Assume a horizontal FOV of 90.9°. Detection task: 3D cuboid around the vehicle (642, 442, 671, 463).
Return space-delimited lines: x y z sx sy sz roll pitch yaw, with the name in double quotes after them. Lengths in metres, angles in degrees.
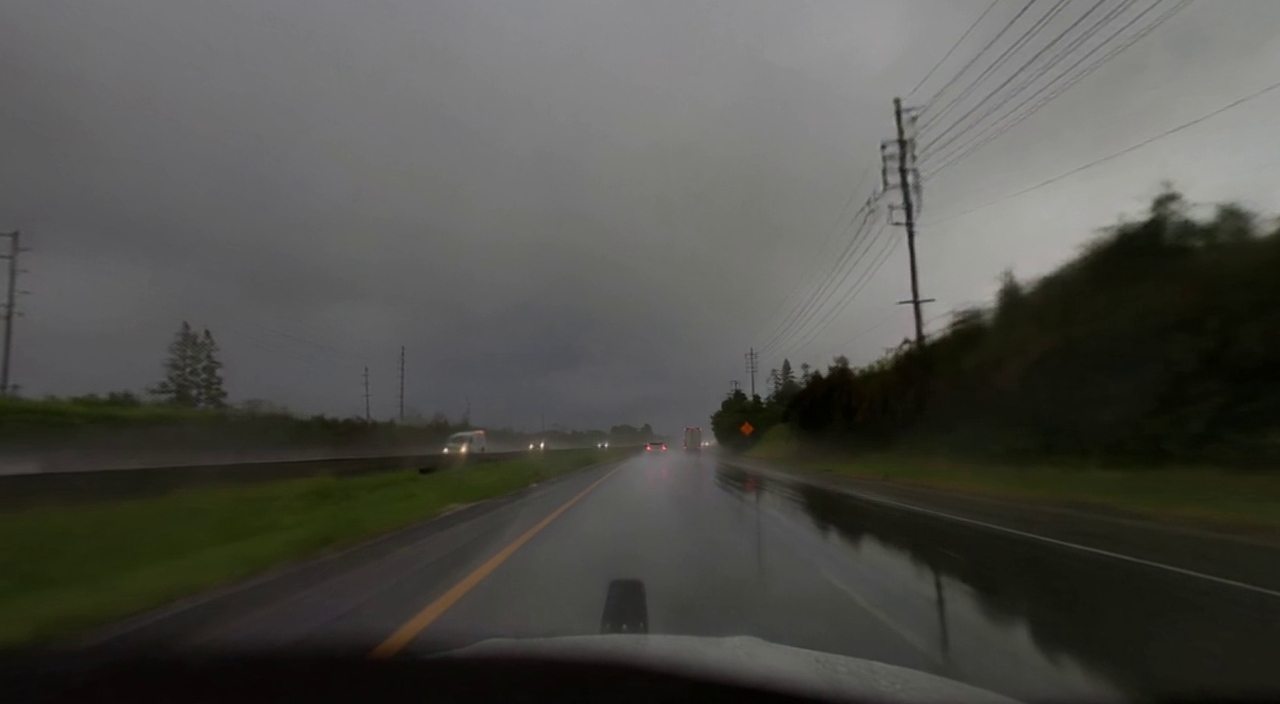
1.291 7.825 49.108 2.192 1.556 4.132 -1 -8 1 "vehicle"
